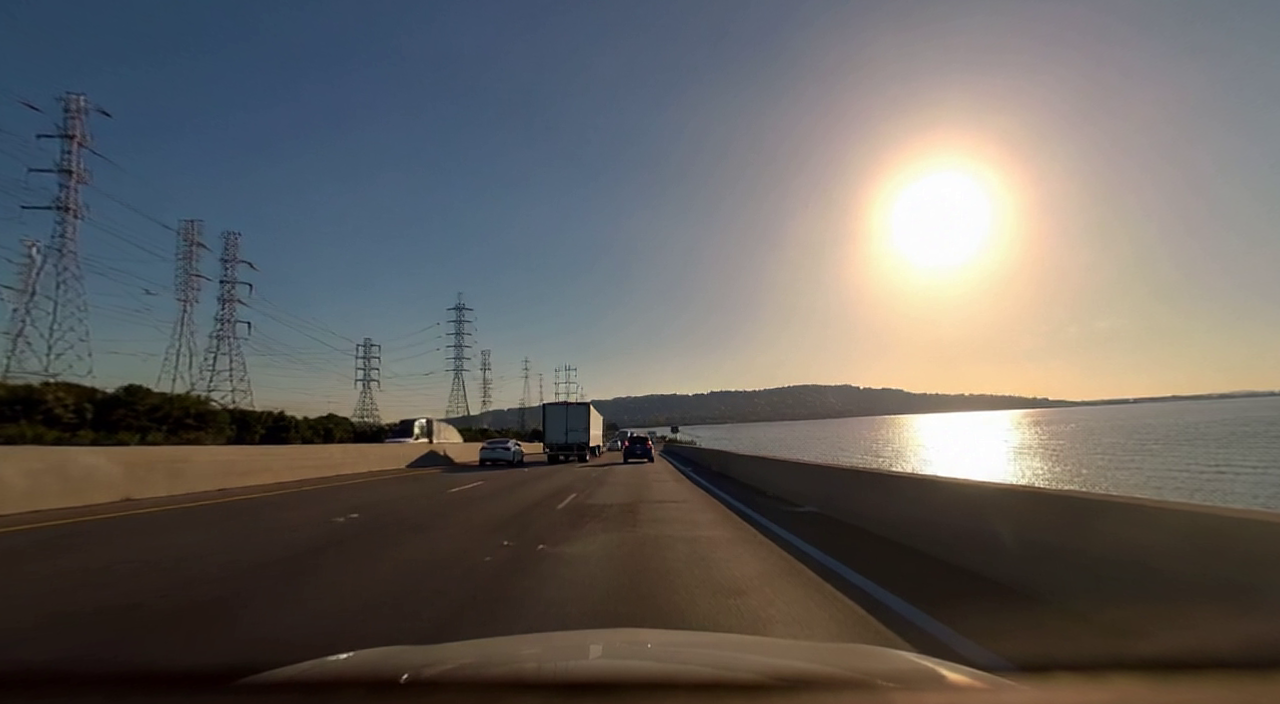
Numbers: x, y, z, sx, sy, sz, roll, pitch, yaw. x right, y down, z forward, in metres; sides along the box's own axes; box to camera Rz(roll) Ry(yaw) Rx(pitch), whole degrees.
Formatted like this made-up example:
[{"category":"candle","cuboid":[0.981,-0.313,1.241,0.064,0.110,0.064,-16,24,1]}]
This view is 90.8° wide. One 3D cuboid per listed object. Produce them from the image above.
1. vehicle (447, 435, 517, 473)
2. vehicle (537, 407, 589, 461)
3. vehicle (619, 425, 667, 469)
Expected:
[{"category":"vehicle","cuboid":[-7.064,4.621,28.760,2.004,1.545,4.513,0,-9,1]},{"category":"vehicle","cuboid":[-3.726,4.013,30.905,2.178,2.522,2.054,0,-9,1]},{"category":"vehicle","cuboid":[0.159,5.065,33.760,2.358,2.144,4.713,0,-9,0]}]
